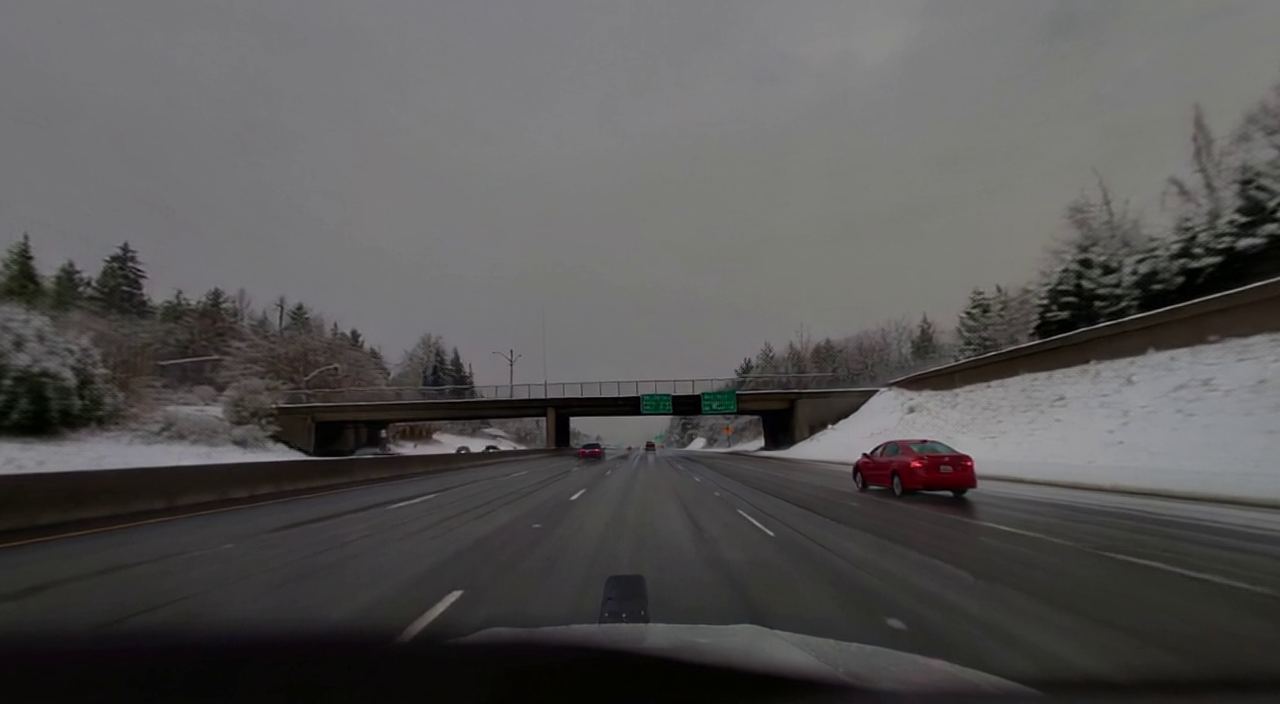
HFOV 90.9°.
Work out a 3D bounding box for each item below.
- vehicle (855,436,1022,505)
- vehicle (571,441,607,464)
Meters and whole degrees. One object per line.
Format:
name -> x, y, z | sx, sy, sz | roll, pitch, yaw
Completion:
vehicle -> 7.157, 2.871, 15.792 | 1.914, 1.465, 4.574 | 0, -8, 0
vehicle -> -3.629, 7.258, 45.579 | 2.085, 1.533, 4.861 | 0, -8, 1
